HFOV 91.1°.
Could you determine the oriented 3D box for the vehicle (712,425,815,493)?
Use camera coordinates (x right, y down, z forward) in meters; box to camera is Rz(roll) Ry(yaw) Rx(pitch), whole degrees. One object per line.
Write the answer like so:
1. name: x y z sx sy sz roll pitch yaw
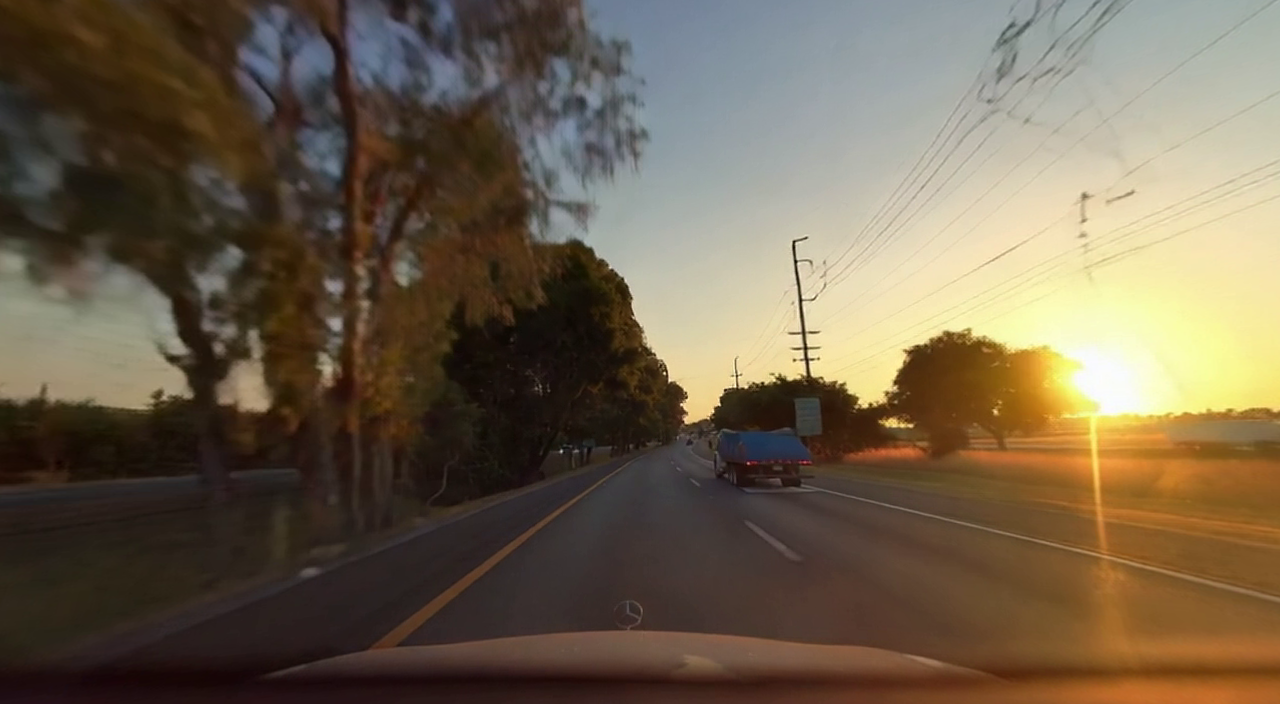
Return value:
1. vehicle: 3.762 3.393 20.289 2.228 1.852 5.449 0 -8 0
